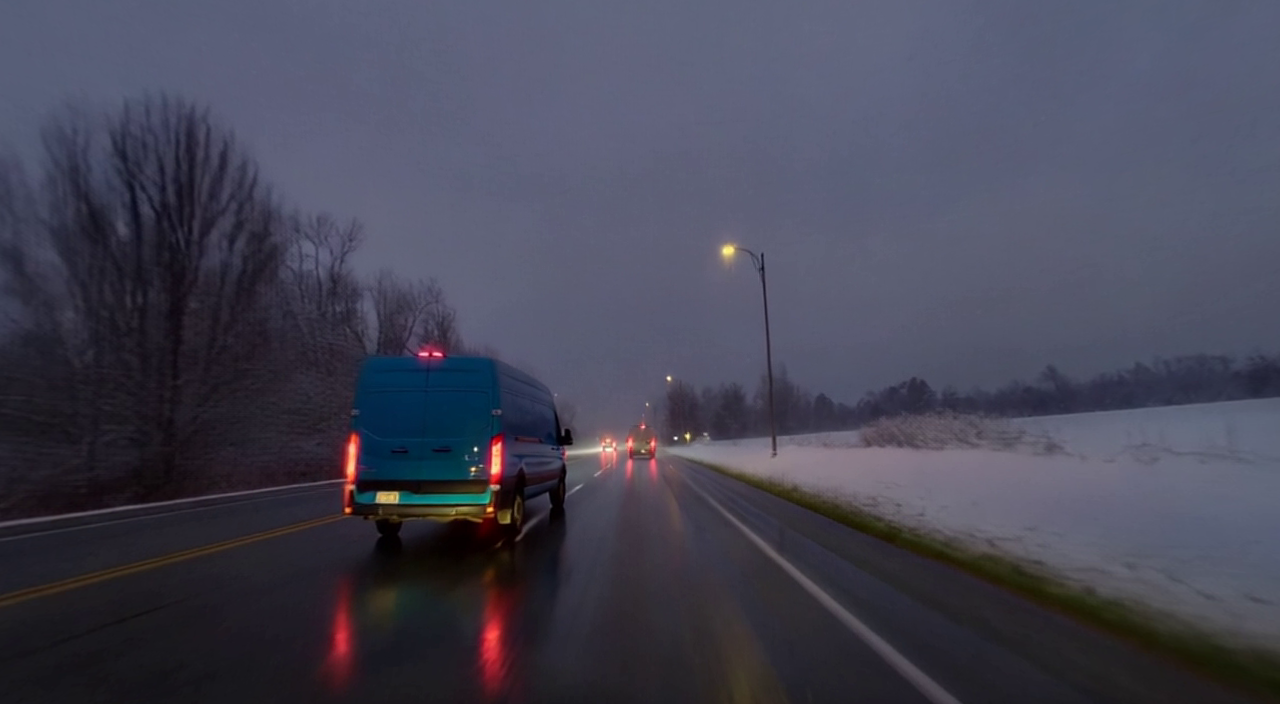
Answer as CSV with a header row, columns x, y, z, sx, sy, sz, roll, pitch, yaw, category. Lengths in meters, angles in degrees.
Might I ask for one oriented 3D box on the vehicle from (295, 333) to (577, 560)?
x,y,z,sx,sy,sz,roll,pitch,yaw,category
-2.661,1.502,10.365,2.497,2.628,6.016,0,-8,1,vehicle
